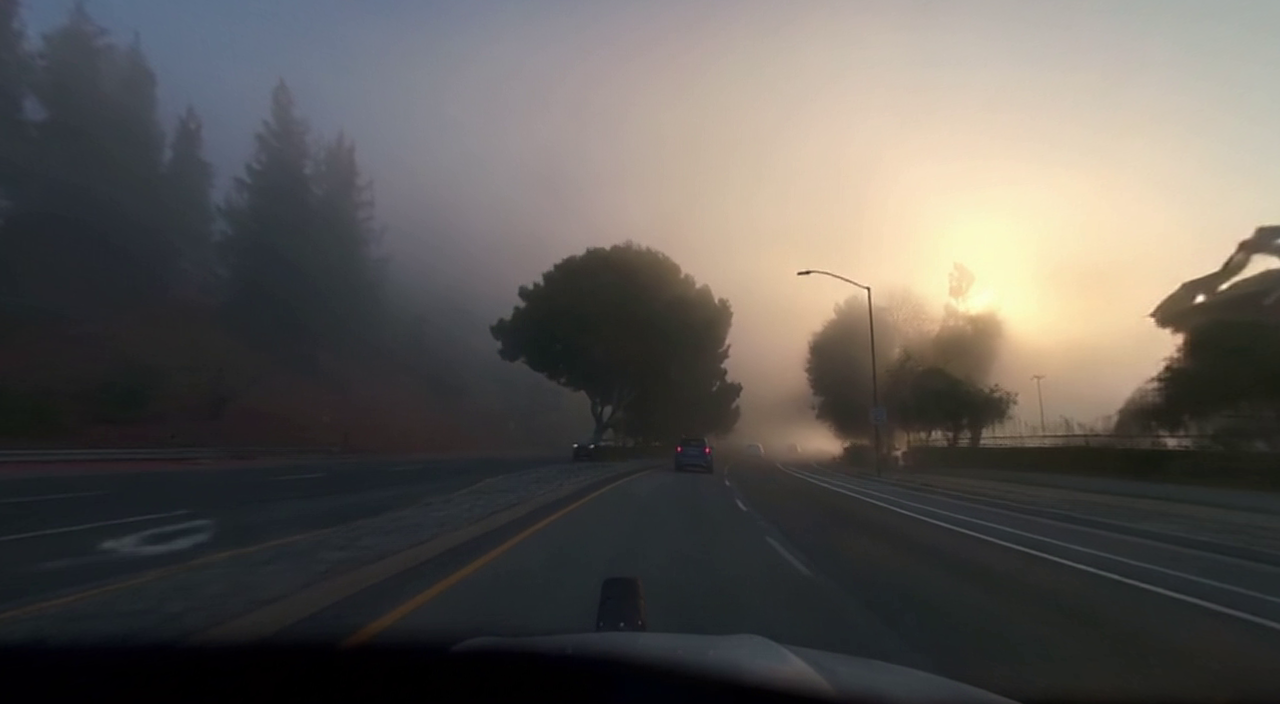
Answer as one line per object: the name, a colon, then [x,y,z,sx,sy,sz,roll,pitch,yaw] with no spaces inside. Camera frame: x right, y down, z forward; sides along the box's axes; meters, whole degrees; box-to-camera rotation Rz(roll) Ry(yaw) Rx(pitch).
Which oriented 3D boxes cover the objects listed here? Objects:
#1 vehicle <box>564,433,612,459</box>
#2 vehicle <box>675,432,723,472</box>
vehicle: [-3.905,7.196,47.947,2.331,1.838,4.865,-2,-9,12]
vehicle: [3.215,5.311,33.517,2.072,2.002,4.391,-2,-9,11]
